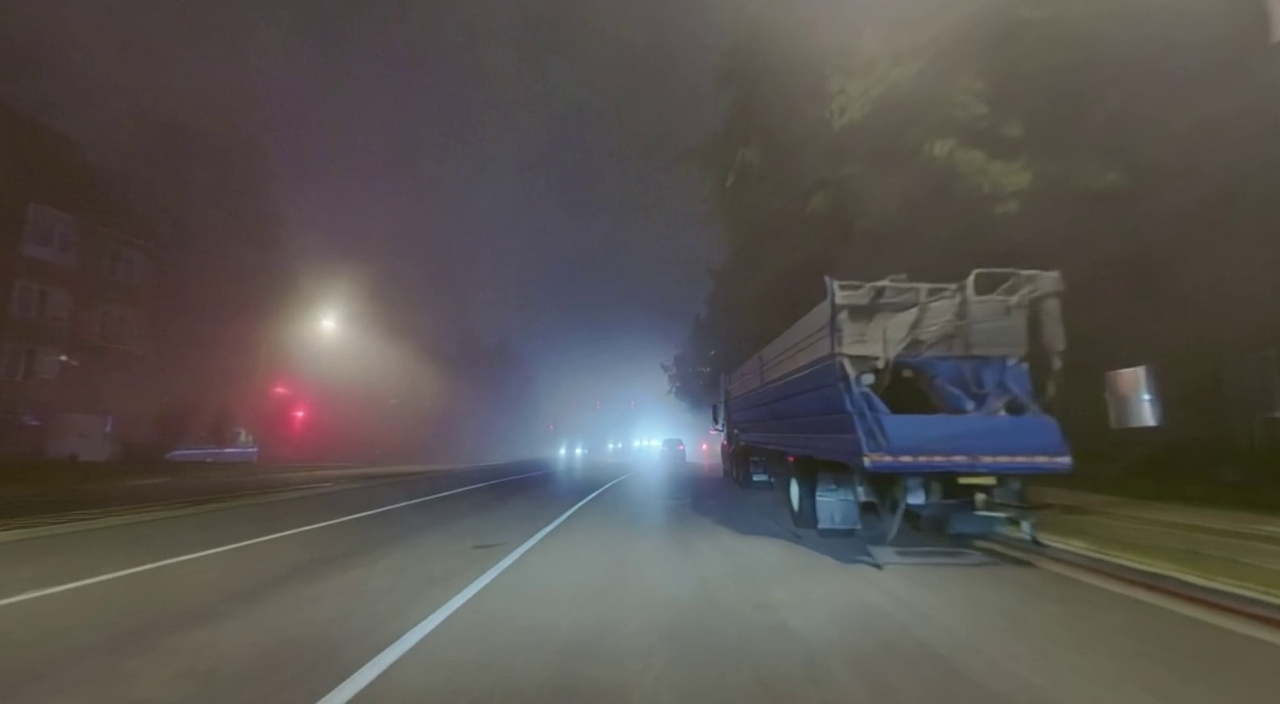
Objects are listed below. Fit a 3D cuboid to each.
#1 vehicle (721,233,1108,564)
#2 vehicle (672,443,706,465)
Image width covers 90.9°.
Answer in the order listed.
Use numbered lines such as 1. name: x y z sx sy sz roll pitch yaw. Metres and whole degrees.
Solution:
1. vehicle: 4.085 1.407 14.236 3.157 3.982 13.307 0 -8 2
2. vehicle: 3.253 6.644 41.262 1.871 1.370 4.206 -1 -8 9
